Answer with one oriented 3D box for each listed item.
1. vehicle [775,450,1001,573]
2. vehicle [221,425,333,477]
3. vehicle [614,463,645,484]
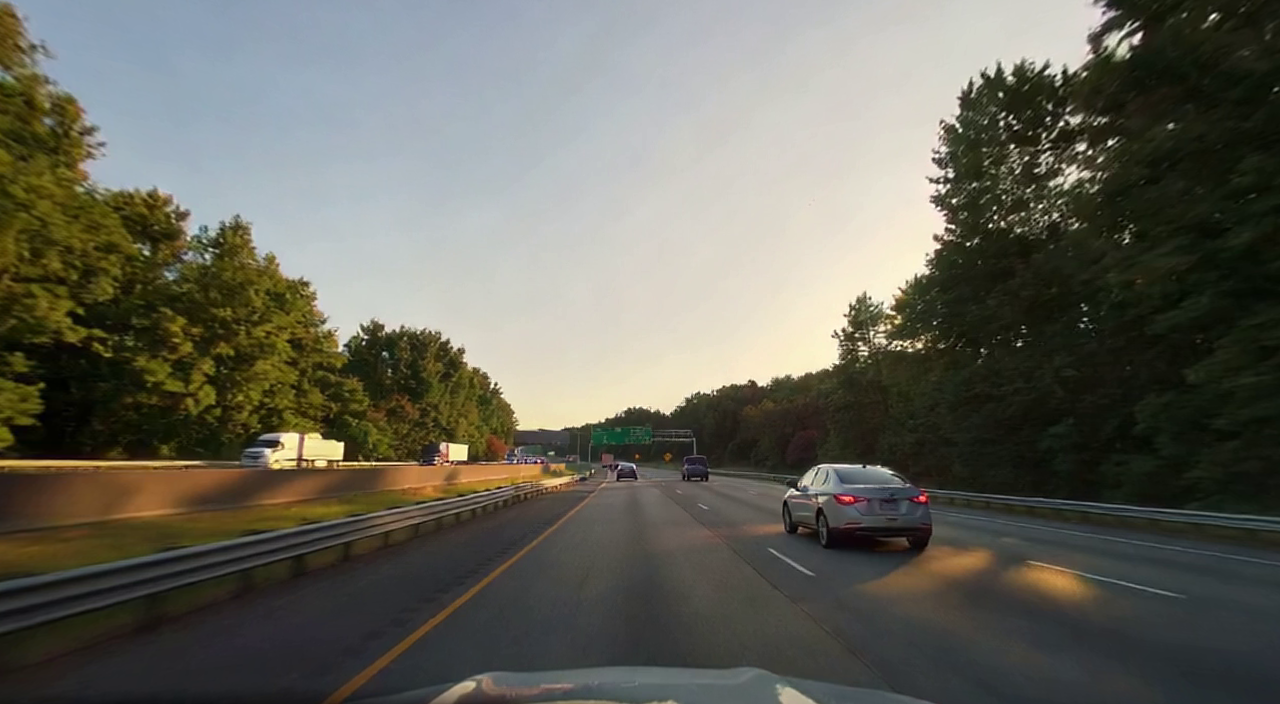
[{"bbox_3d":[3.932,2.620,10.959,2.132,1.662,4.180,1,-10,-1],"label":"vehicle"},{"bbox_3d":[-21.627,6.075,38.080,2.359,2.790,7.380,1,-10,-1],"label":"vehicle"},{"bbox_3d":[-0.819,9.342,48.499,2.242,1.525,4.305,1,-10,-1],"label":"vehicle"}]
